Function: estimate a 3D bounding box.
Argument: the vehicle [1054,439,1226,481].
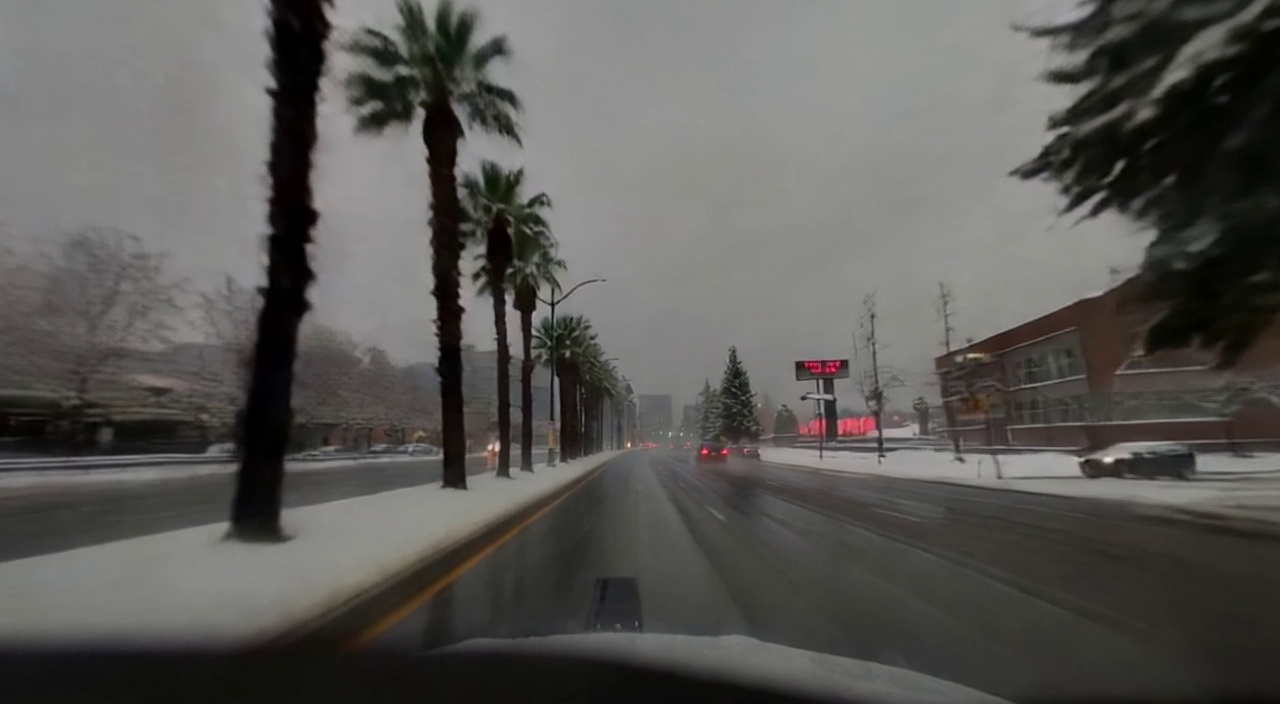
[{"bbox_3d":[17.794,3.860,22.583,4.526,1.429,1.815,0,-9,2],"label":"vehicle"}]
